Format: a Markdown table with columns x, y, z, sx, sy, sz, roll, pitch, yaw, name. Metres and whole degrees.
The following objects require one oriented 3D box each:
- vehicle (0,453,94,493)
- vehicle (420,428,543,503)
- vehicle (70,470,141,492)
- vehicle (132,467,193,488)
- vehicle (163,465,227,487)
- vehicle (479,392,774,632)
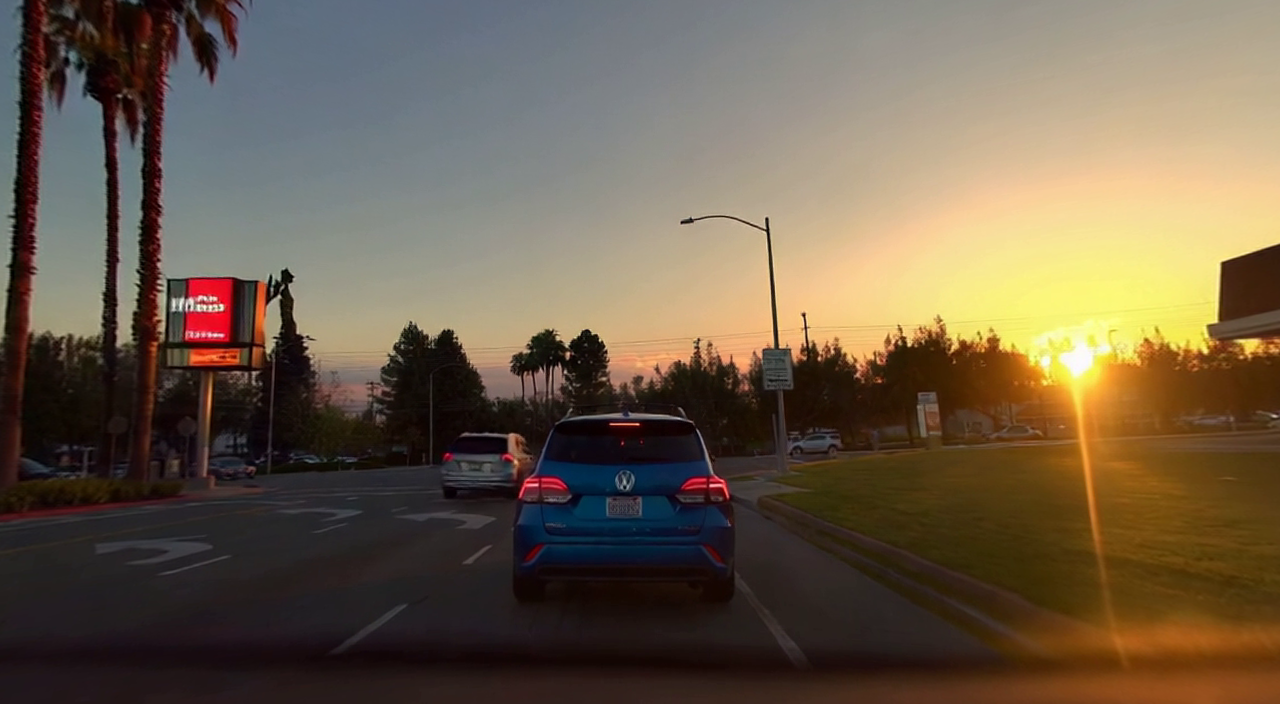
| x | y | z | sx | sy | sz | roll | pitch | yaw | name |
| --- | --- | --- | --- | --- | --- | --- | --- | --- | --- |
| -28.073 | 5.448 | 28.584 | 4.584 | 1.714 | 2.186 | 4 | -10 | -28 | vehicle |
| -4.137 | 3.057 | 17.419 | 2.181 | 1.771 | 4.567 | 0 | -9 | 0 | vehicle |
| -39.931 | 9.638 | 47.358 | 1.602 | 1.400 | 4.220 | 0 | -9 | 0 | vehicle |
| -35.621 | 9.337 | 47.225 | 1.641 | 1.375 | 3.640 | 0 | -9 | 0 | vehicle |
| -33.275 | 9.245 | 47.359 | 1.792 | 1.439 | 3.952 | -1 | -9 | 3 | vehicle |
| -0.137 | 1.455 | 6.646 | 2.137 | 1.728 | 3.926 | 0 | -9 | -1 | vehicle |
